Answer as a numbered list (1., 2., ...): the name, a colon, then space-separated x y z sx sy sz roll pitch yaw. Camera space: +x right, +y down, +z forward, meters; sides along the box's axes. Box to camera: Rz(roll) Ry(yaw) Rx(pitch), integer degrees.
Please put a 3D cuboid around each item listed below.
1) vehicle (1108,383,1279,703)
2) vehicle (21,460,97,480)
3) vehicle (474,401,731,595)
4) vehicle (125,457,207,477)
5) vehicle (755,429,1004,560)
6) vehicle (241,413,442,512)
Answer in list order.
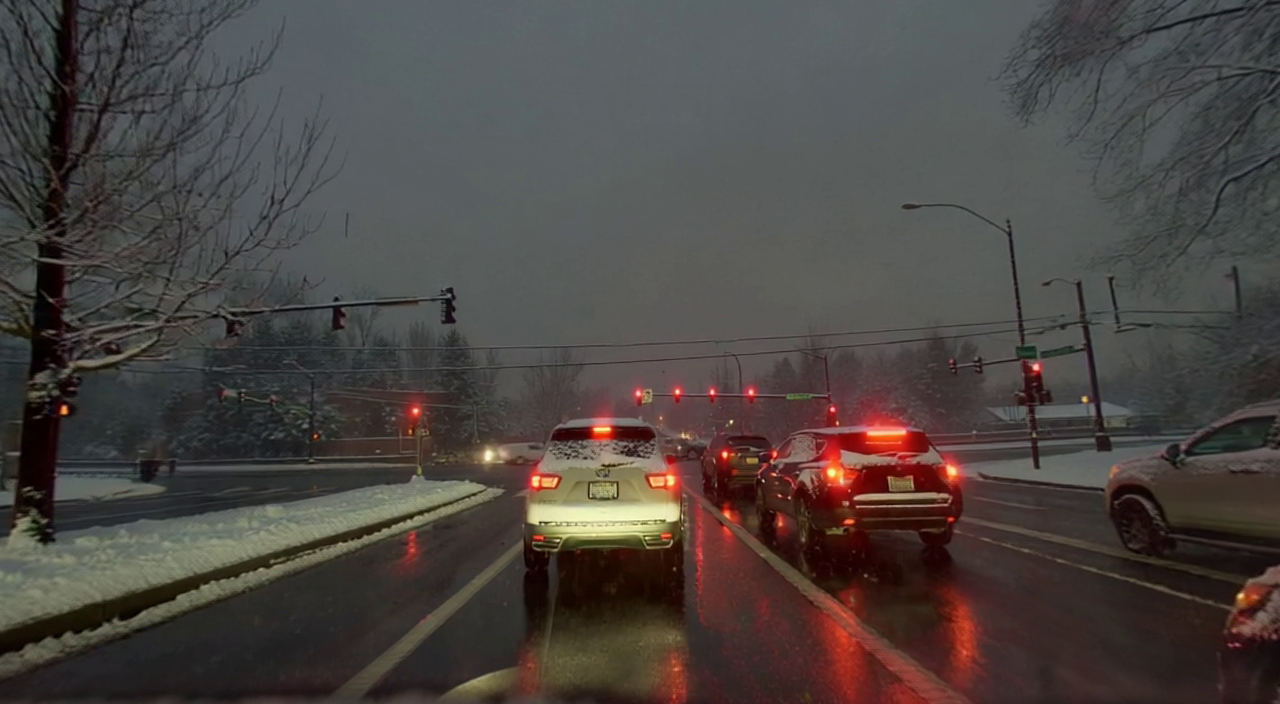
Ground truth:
1. vehicle: 3.302 0.668 0.847 1.980 1.515 4.362 0 -8 0
2. vehicle: -45.676 9.279 49.391 4.232 1.498 1.791 0 -8 1
3. vehicle: -0.313 1.589 7.638 2.256 1.694 4.055 0 -8 0
4. vehicle: -37.331 9.054 49.478 4.914 1.487 1.850 0 -8 0
5. vehicle: 3.163 1.971 9.490 1.971 1.473 4.495 0 -8 0
6. vehicle: -6.728 2.557 14.997 2.214 1.953 5.017 0 -8 1
